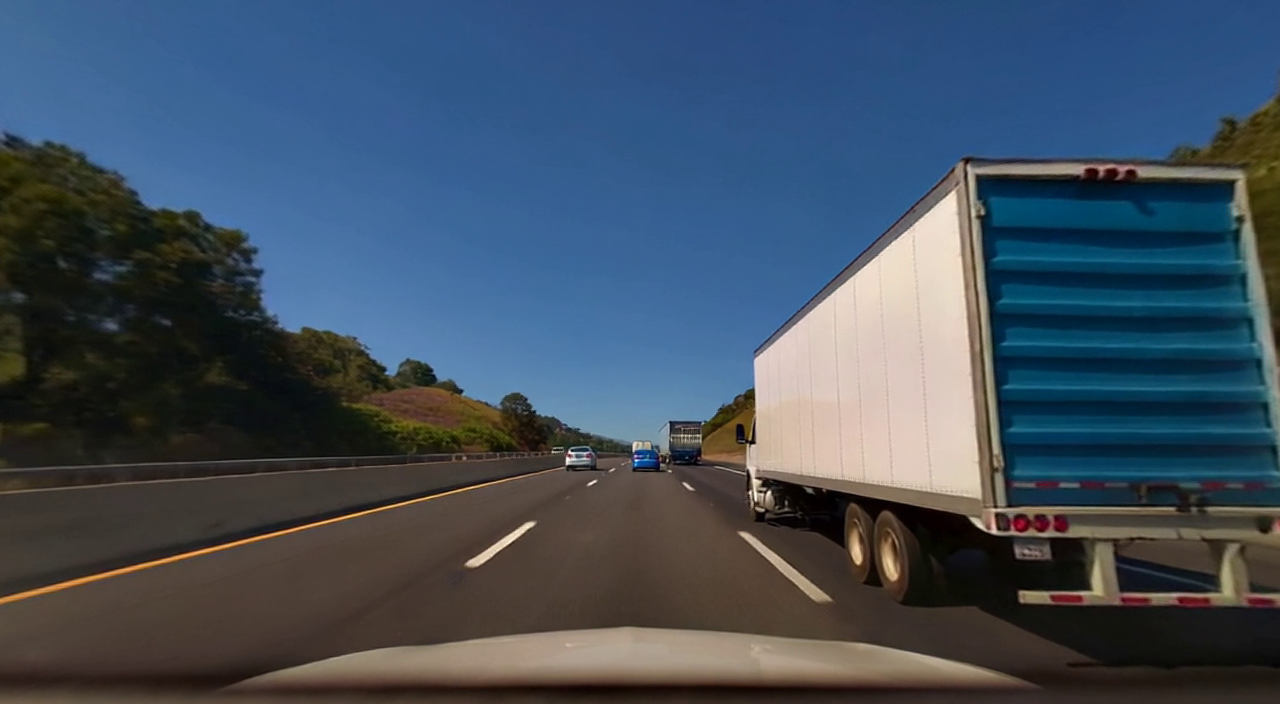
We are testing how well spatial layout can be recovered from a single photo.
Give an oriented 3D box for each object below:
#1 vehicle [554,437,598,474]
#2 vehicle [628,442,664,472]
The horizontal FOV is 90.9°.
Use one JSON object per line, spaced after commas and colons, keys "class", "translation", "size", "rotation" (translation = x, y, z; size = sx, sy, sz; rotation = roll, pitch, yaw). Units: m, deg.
{"class": "vehicle", "translation": [-3.681, 6.036, 37.032], "size": [1.955, 2.004, 4.792], "rotation": [-1, -9, 1]}
{"class": "vehicle", "translation": [0.377, 6.683, 40.203], "size": [2.166, 1.747, 4.299], "rotation": [0, -9, 1]}
